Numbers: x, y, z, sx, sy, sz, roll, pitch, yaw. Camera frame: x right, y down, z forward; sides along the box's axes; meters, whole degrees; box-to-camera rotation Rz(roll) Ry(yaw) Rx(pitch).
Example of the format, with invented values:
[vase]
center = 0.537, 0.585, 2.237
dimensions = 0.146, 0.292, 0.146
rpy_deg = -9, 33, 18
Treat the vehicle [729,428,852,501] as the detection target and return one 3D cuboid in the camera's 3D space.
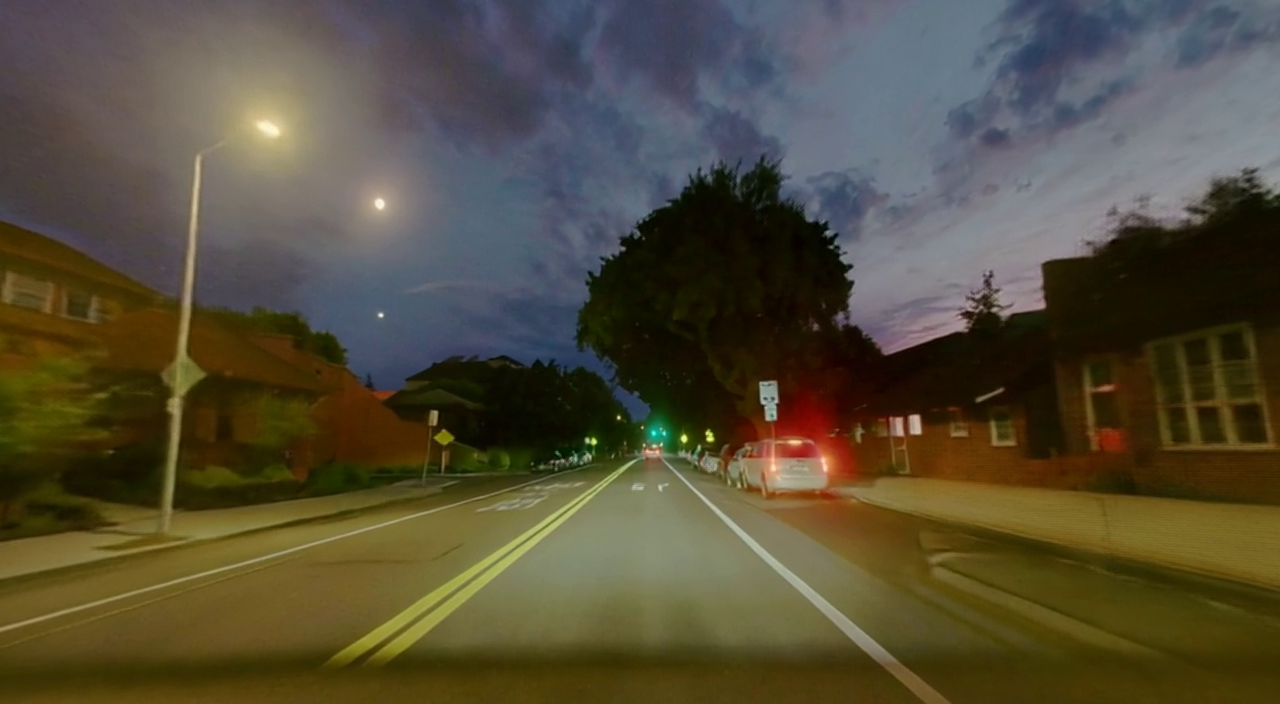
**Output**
[vehicle]
center = 3.981, 3.064, 17.619
dimensions = 1.937, 1.752, 4.574
rpy_deg = 1, -8, -5
